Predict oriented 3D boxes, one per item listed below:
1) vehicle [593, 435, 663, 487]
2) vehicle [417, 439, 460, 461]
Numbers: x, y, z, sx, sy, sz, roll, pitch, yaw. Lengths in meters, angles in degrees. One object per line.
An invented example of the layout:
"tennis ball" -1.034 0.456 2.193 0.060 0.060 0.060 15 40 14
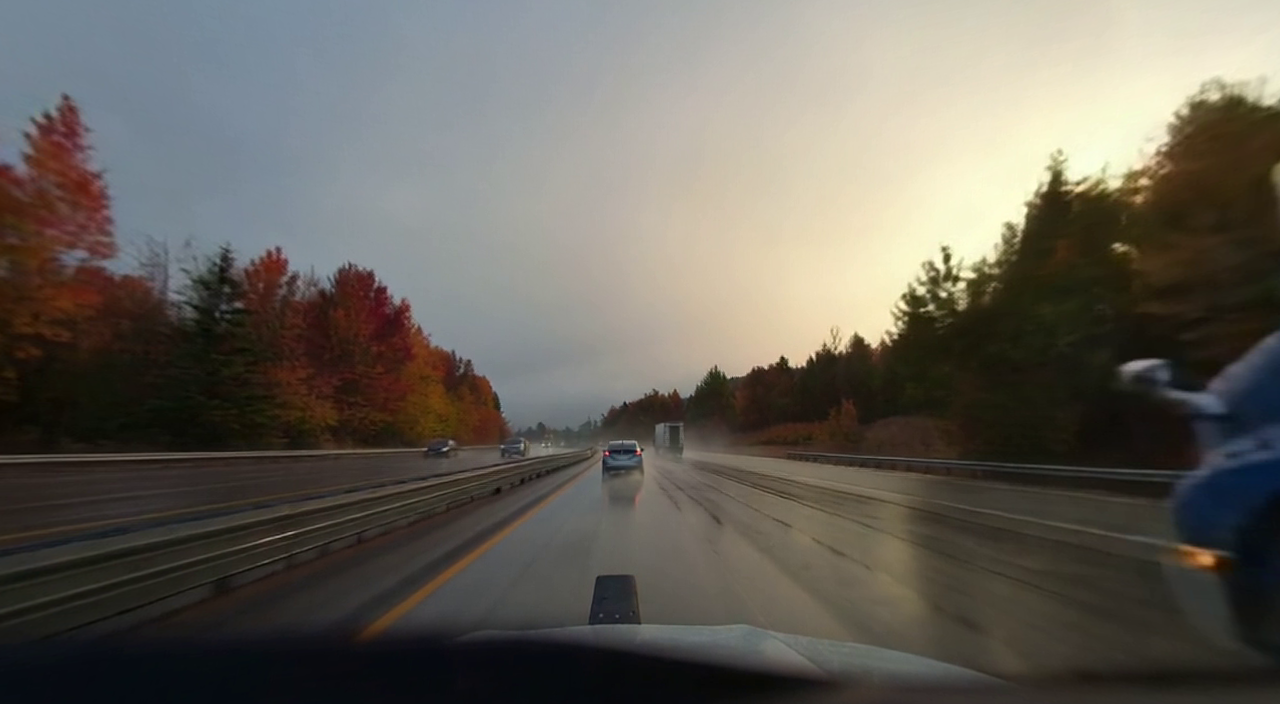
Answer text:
"vehicle" -0.397 3.590 20.861 2.099 1.506 4.097 0 -9 -1
"vehicle" -14.489 7.055 45.228 1.847 1.502 3.929 0 -9 -1
